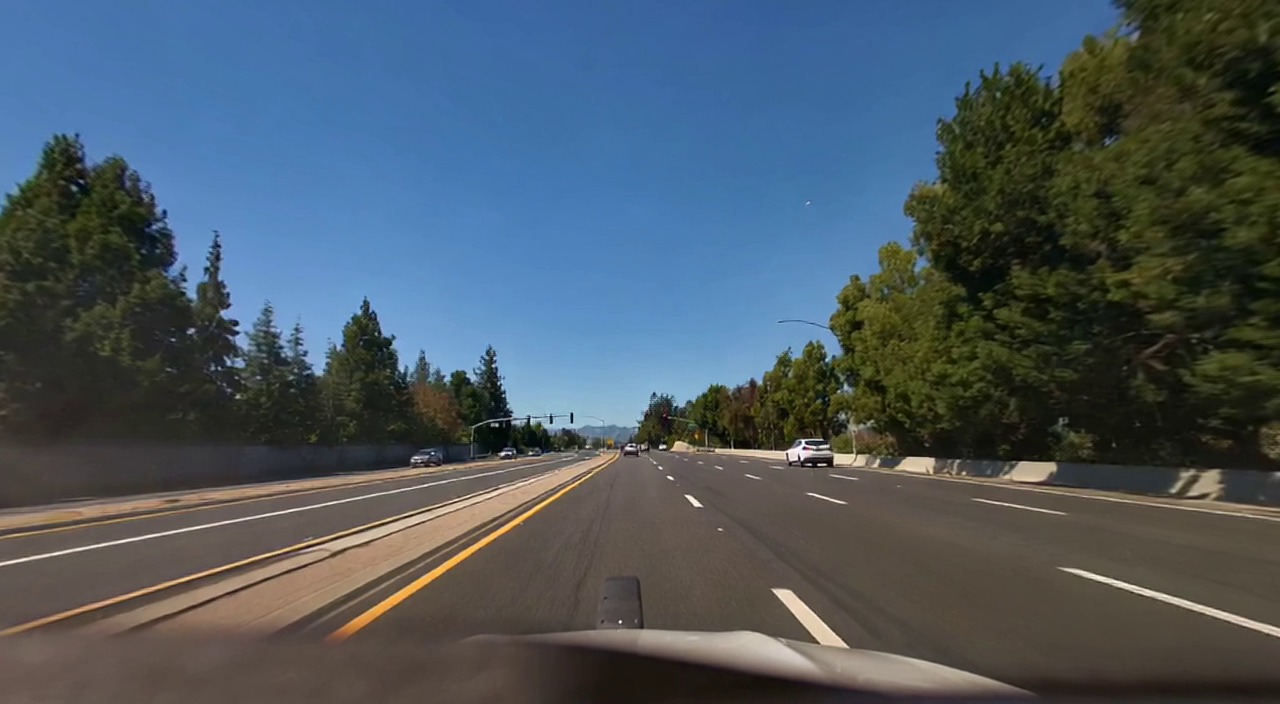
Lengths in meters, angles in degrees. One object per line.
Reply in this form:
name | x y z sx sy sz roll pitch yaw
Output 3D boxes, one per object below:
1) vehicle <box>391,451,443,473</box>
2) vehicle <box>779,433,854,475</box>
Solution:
vehicle | -15.664 7.736 44.500 1.889 1.463 4.690 0 -9 1
vehicle | 8.268 4.817 29.988 2.170 1.830 4.720 0 -9 0
